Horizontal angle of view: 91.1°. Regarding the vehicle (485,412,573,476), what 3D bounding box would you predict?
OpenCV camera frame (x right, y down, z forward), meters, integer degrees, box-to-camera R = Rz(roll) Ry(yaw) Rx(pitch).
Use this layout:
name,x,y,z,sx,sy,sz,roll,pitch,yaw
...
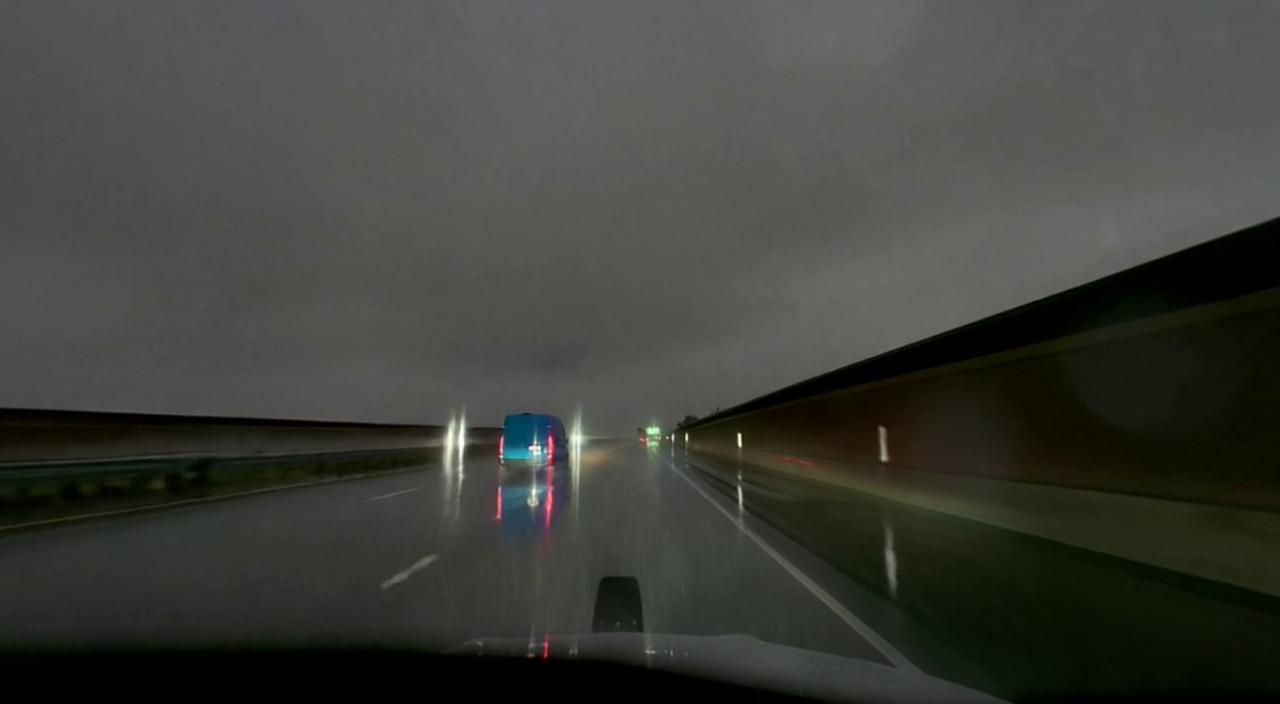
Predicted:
name,x,y,z,sx,sy,sz,roll,pitch,yaw
vehicle,-3.838,3.282,22.727,2.309,2.053,4.884,0,-8,0
